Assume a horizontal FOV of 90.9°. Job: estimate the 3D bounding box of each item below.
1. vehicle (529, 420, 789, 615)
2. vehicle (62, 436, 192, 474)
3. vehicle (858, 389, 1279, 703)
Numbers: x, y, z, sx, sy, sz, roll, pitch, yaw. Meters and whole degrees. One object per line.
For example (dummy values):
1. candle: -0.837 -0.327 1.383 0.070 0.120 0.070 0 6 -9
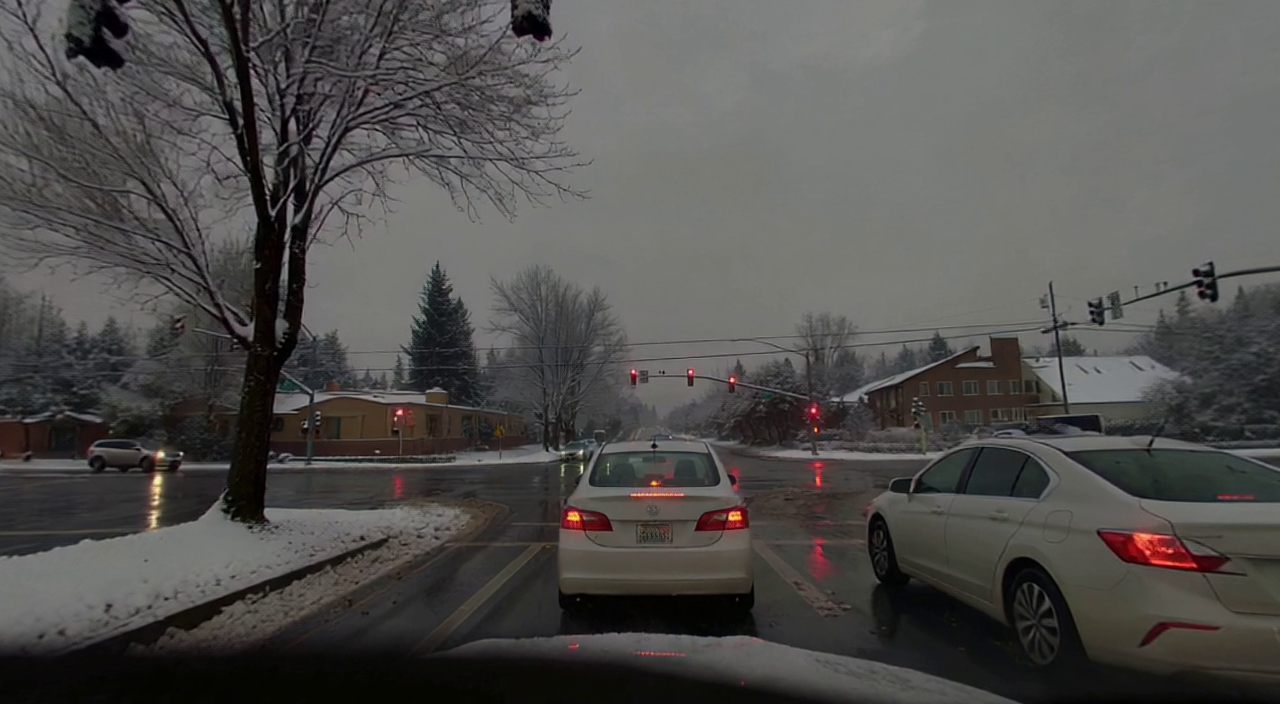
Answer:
1. vehicle: 0.103 1.566 6.878 2.017 1.485 3.813 0 -8 -1
2. vehicle: -24.287 4.874 29.995 4.450 1.684 1.894 0 -8 0
3. vehicle: 3.176 1.125 3.895 1.931 1.493 4.555 0 -8 -1
